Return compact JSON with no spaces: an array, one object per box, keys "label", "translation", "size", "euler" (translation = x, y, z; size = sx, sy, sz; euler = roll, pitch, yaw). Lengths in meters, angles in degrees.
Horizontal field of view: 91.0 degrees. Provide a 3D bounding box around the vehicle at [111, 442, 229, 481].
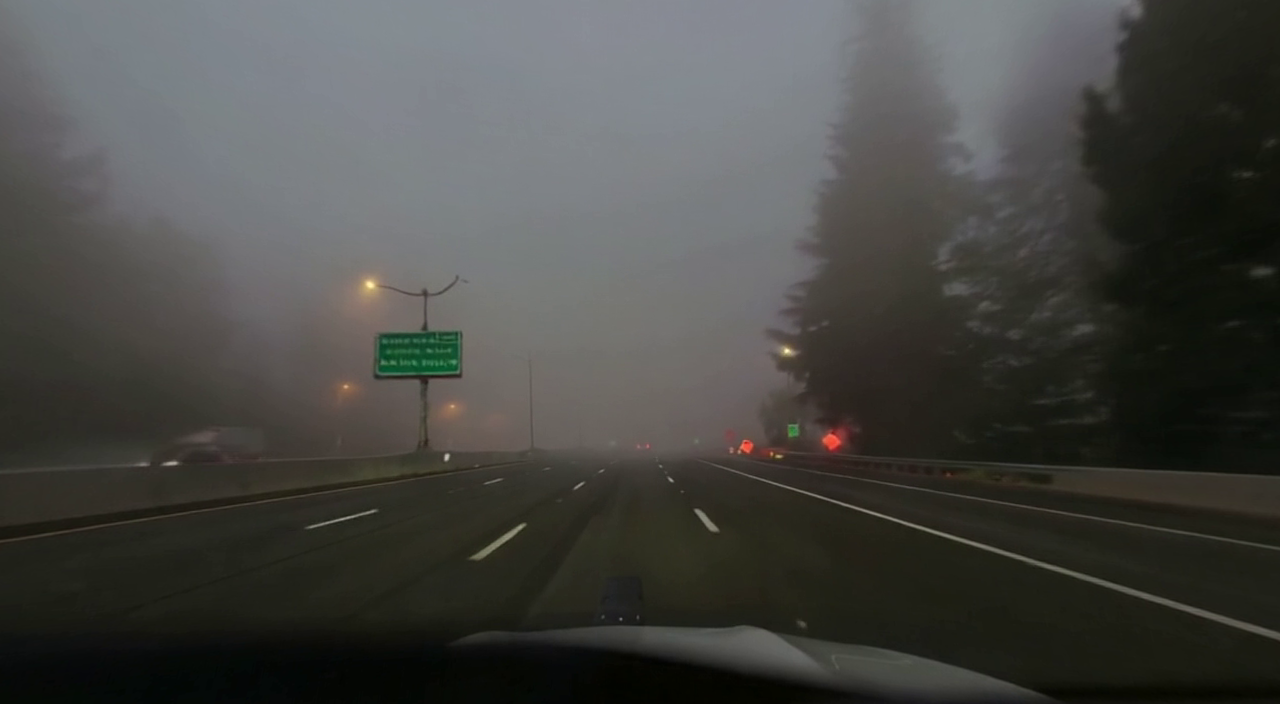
[{"label":"vehicle","translation":[-23.224,5.411,31.419],"size":[2.095,1.759,4.794],"euler":[0,-8,0]}]
